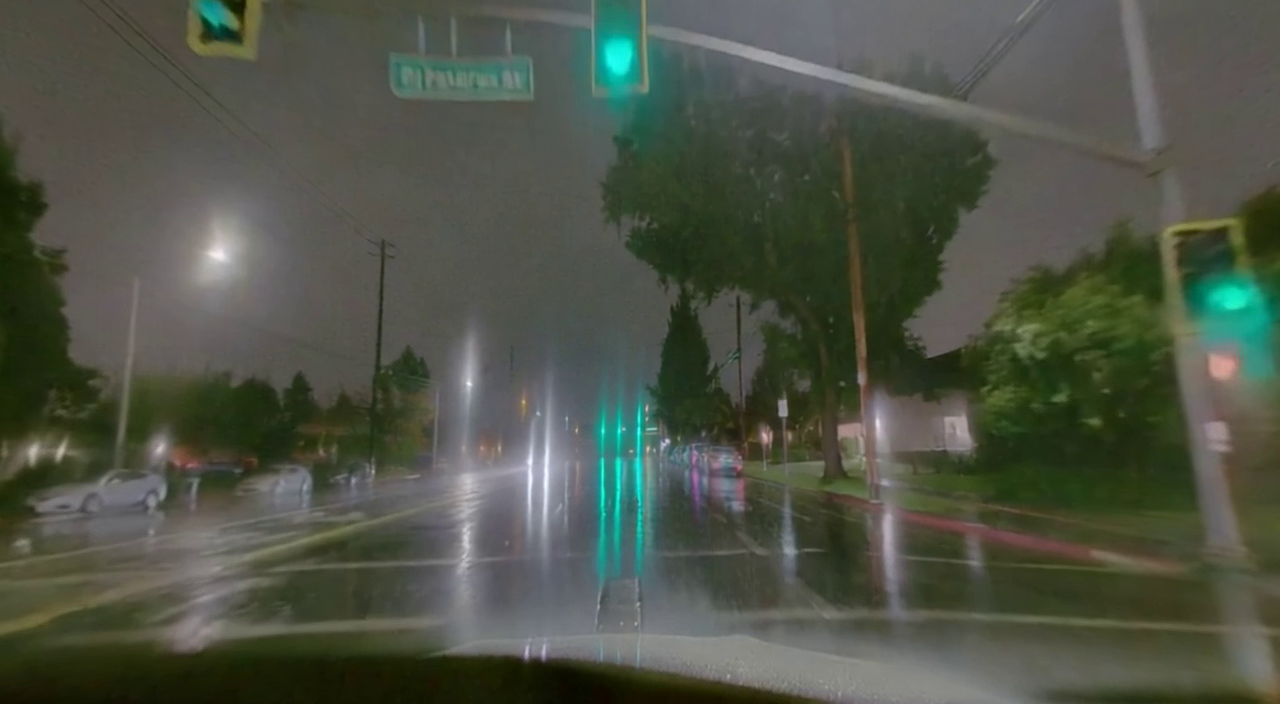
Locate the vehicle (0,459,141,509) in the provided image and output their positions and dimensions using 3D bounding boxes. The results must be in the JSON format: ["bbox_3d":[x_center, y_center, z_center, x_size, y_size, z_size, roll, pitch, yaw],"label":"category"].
[{"bbox_3d":[-23.274,5.249,25.384,4.488,1.810,2.003,1,-9,-9],"label":"vehicle"}]

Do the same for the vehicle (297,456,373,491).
[{"bbox_3d":[-17.839,7.100,37.259,2.105,1.734,4.673,-4,-8,1],"label":"vehicle"}]

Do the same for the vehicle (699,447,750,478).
[{"bbox_3d":[4.392,5.846,33.672,1.927,1.523,4.668,0,-9,-2],"label":"vehicle"}]

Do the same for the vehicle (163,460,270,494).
[{"bbox_3d":[-23.628,6.964,35.354,4.670,1.486,1.864,-4,-9,1],"label":"vehicle"}]

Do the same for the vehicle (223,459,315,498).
[{"bbox_3d":[-17.822,6.079,30.636,1.896,1.661,4.191,-1,-9,0],"label":"vehicle"}]
